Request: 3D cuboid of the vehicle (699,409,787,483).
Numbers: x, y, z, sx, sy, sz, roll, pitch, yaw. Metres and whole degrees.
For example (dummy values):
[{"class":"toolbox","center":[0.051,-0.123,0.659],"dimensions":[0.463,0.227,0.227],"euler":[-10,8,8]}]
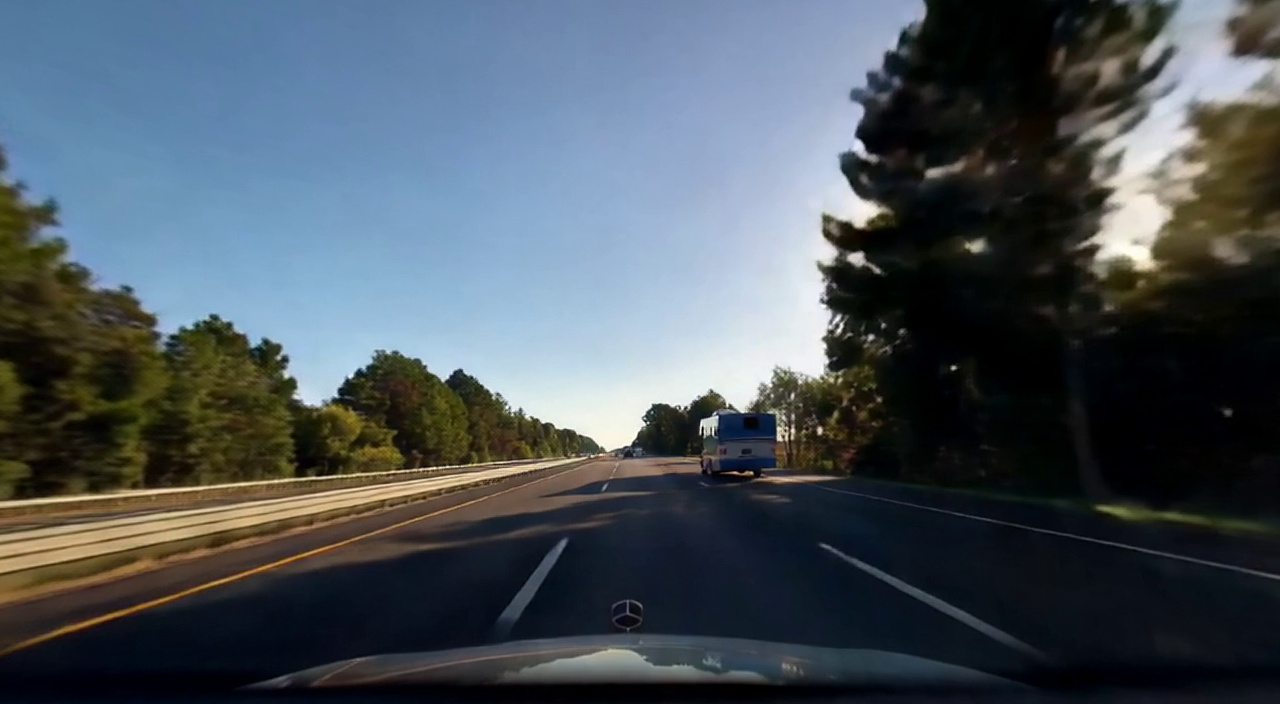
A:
[{"class":"vehicle","center":[4.218,4.063,27.162],"dimensions":[2.556,2.763,6.287],"euler":[0,-9,-2]}]
